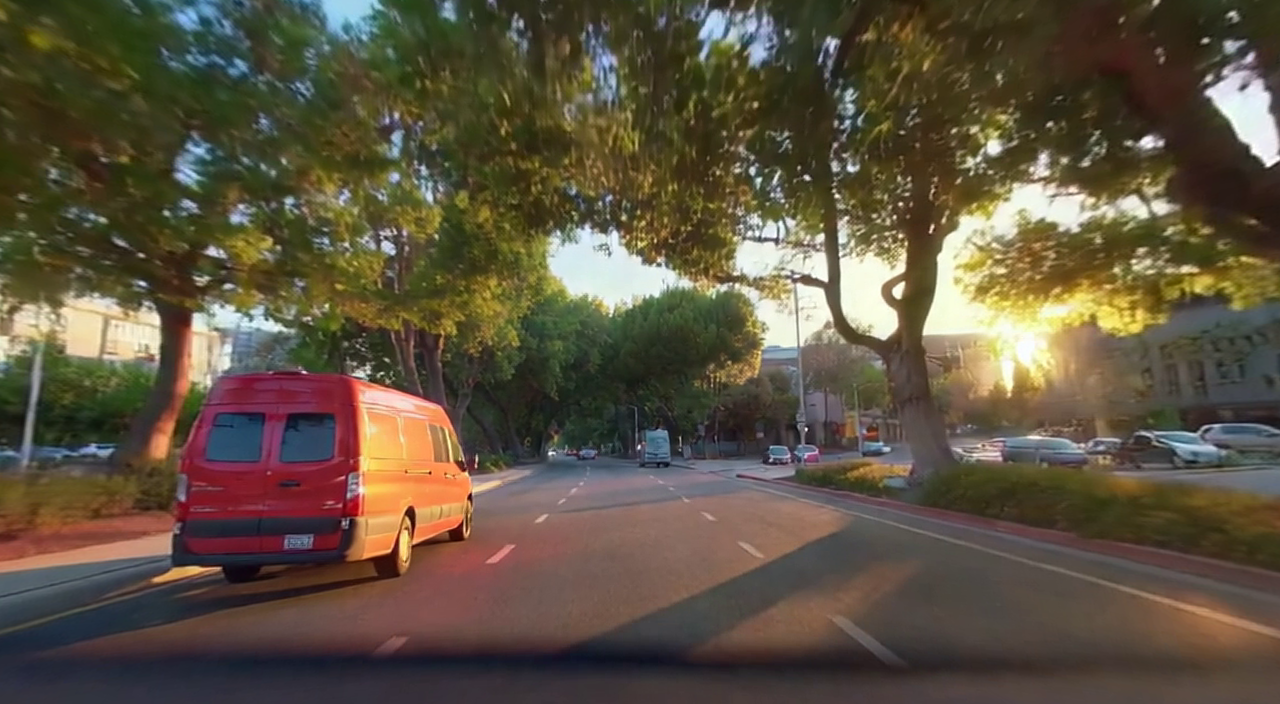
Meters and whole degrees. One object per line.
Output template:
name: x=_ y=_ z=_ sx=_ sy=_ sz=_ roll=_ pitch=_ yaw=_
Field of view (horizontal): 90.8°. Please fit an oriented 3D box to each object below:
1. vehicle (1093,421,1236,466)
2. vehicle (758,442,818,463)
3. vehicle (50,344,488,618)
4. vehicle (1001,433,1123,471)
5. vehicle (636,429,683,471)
vehicle: x=23.373 y=4.154 z=28.458 sx=1.966 sy=1.798 sz=4.753 roll=1 pitch=-9 yaw=-7
vehicle: x=11.635 y=7.925 z=49.765 sx=4.117 sy=1.627 sz=2.086 roll=1 pitch=-9 yaw=-5
vehicle: x=-3.562 y=1.395 z=7.485 sx=2.420 sy=2.227 sz=4.499 roll=0 pitch=-9 yaw=-1
vehicle: x=18.322 y=4.377 z=27.718 sx=1.926 sy=1.517 sz=4.505 roll=1 pitch=-9 yaw=-5
vehicle: x=1.181 y=6.488 z=41.753 sx=2.397 sy=2.566 sz=5.324 roll=1 pitch=-9 yaw=-6
